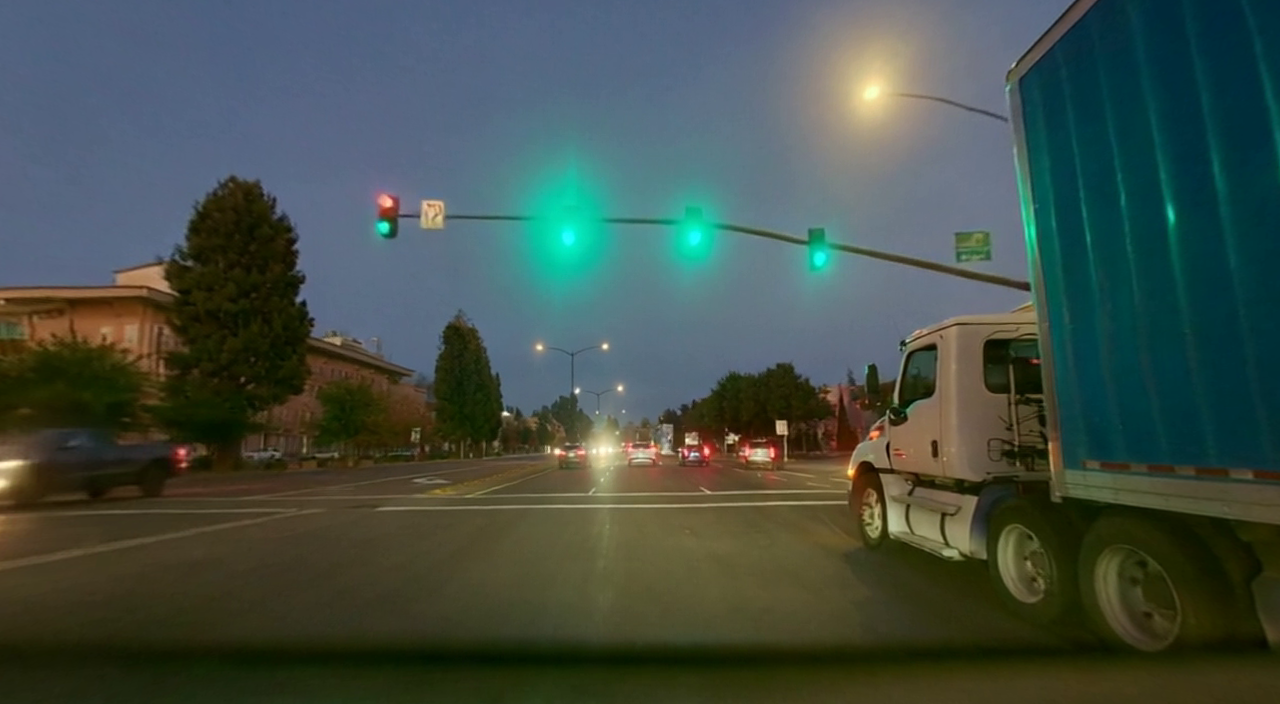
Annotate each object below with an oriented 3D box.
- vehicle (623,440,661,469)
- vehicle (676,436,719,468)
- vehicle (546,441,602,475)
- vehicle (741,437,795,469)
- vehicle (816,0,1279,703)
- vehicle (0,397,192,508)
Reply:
[{"bbox_3d":[0.112,6.381,39.585,2.276,1.704,3.925,0,-8,0],"label":"vehicle"},{"bbox_3d":[3.553,6.284,39.739,2.196,1.908,4.412,0,-8,-1],"label":"vehicle"},{"bbox_3d":[-3.158,5.212,31.190,2.211,1.537,4.666,0,-8,1],"label":"vehicle"},{"bbox_3d":[7.687,6.144,38.464,2.174,1.793,5.061,0,-8,-1],"label":"vehicle"},{"bbox_3d":[3.865,-0.042,3.924,3.006,3.679,8.506,0,-8,0],"label":"vehicle"},{"bbox_3d":[-18.087,3.136,19.941,2.473,2.894,7.075,0,-8,0],"label":"vehicle"}]
